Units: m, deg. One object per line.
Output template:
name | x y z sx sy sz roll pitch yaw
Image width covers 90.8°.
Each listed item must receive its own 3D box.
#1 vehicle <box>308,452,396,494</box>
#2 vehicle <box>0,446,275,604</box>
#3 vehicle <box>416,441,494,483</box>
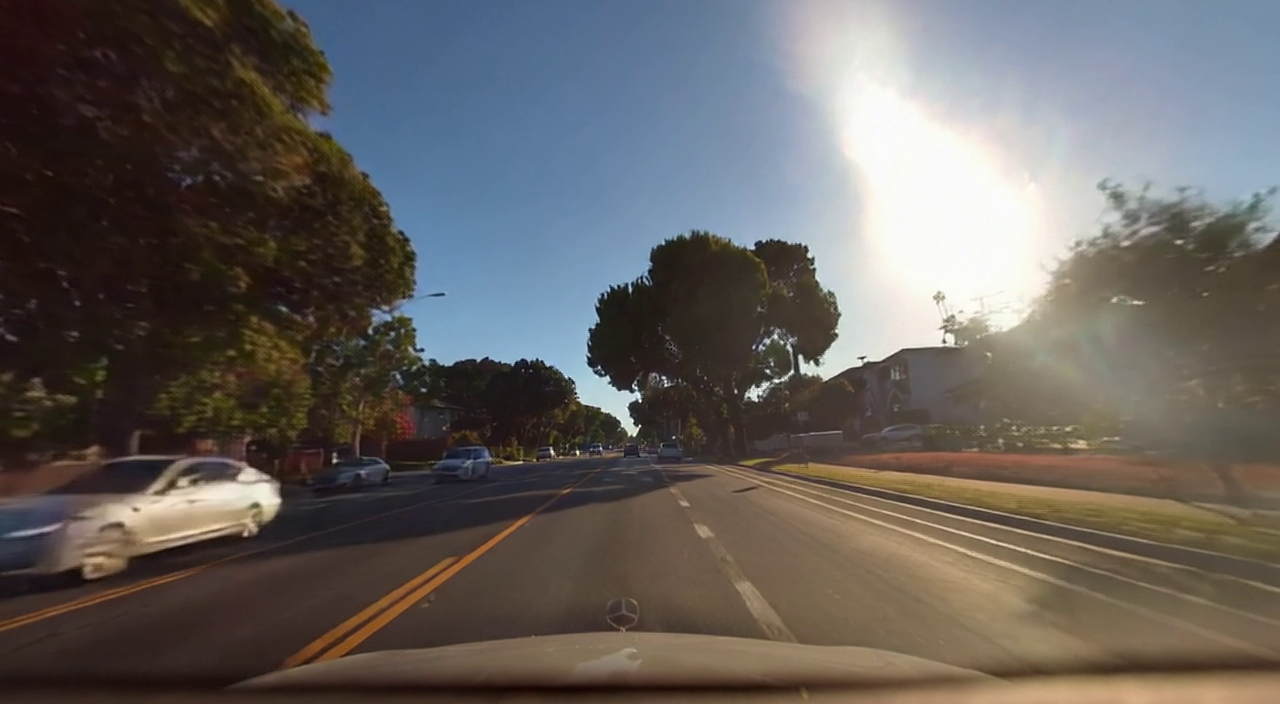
vehicle | -12.424 5.224 27.592 1.969 1.613 4.129 -2 -9 -1
vehicle | -7.172 2.006 8.315 2.004 1.508 4.525 0 -9 0
vehicle | -8.175 4.900 28.431 2.053 1.713 4.618 0 -9 0
